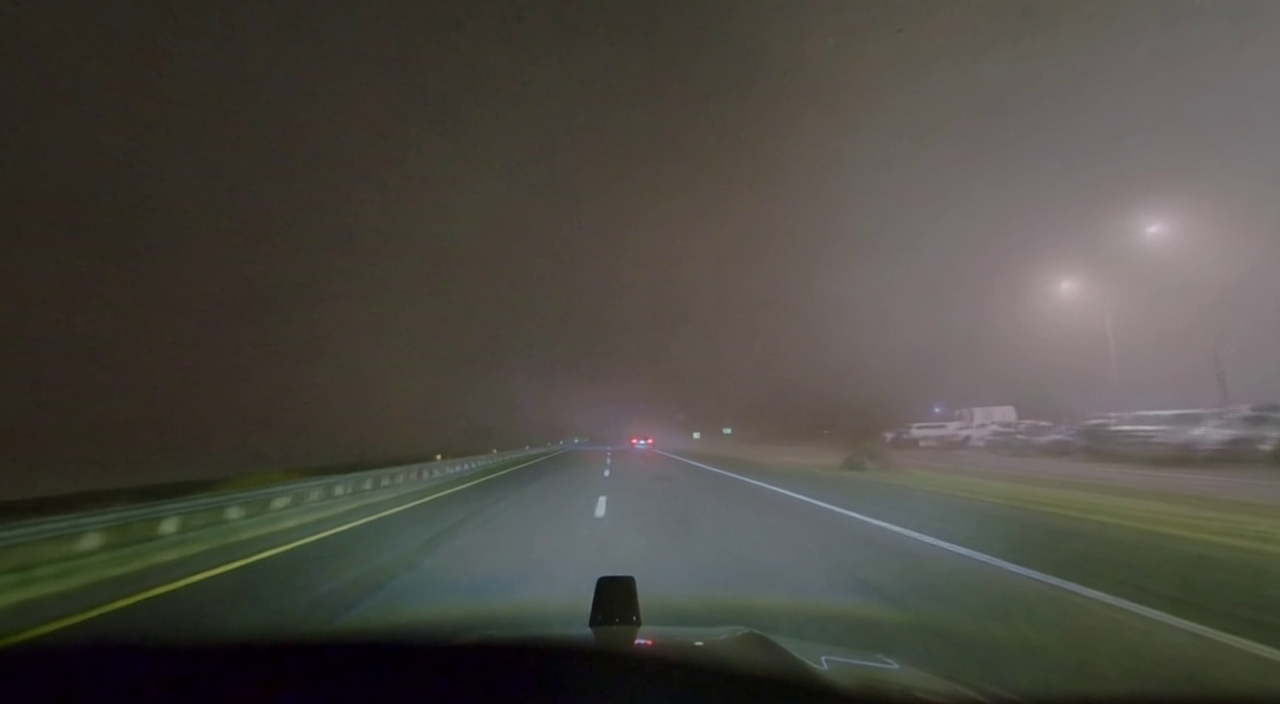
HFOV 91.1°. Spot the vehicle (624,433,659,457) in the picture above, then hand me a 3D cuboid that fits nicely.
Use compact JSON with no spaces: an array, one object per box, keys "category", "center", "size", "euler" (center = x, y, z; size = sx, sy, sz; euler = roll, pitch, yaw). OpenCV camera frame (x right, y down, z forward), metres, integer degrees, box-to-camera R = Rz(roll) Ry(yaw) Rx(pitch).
[{"category":"vehicle","center":[0.053,6.062,41.128],"size":[2.037,1.504,4.248],"euler":[0,-8,-3]}]
